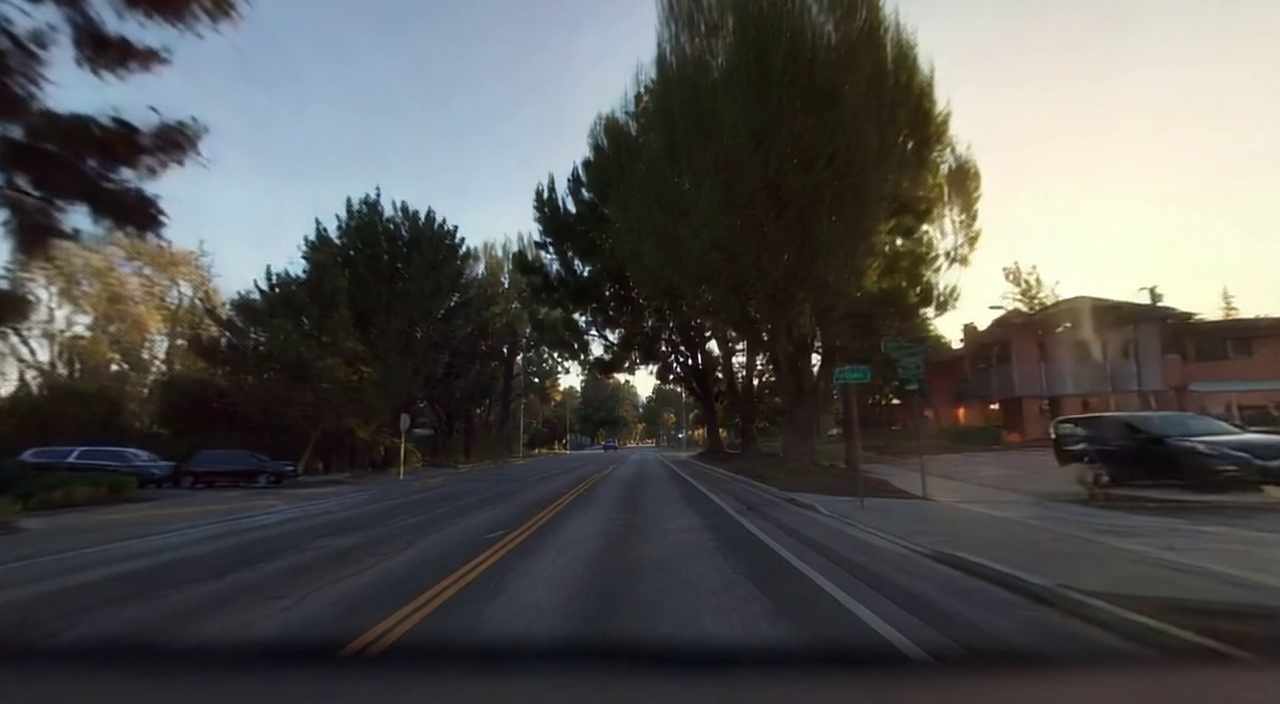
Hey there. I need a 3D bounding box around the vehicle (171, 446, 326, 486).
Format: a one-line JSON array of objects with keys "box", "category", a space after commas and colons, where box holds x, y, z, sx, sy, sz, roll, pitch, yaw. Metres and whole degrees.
[{"box": [-15.206, 4.424, 24.666, 4.787, 1.474, 1.967, -1, -8, 3], "category": "vehicle"}]

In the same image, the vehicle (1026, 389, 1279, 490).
[{"box": [9.790, 1.694, 12.097, 1.805, 1.571, 4.467, 0, -9, -2], "category": "vehicle"}]

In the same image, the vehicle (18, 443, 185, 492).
[{"box": [-19.124, 4.101, 22.525, 4.233, 1.623, 1.943, -1, -8, 2], "category": "vehicle"}]
